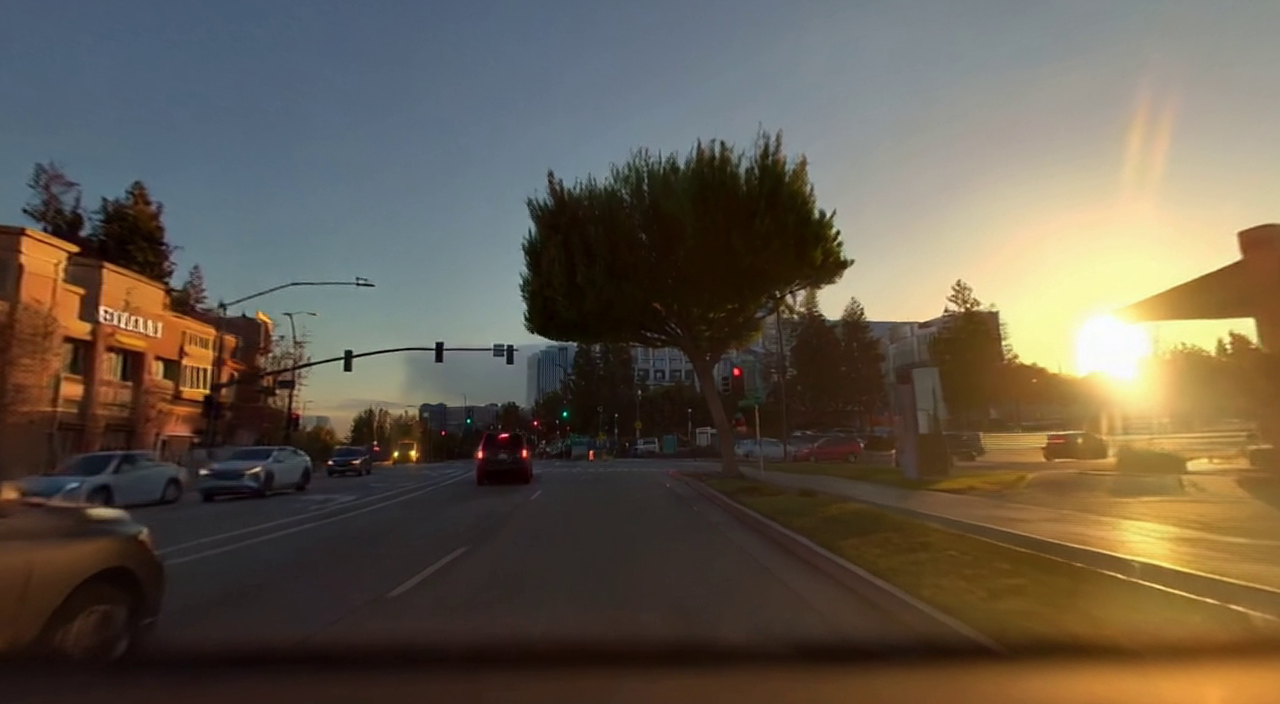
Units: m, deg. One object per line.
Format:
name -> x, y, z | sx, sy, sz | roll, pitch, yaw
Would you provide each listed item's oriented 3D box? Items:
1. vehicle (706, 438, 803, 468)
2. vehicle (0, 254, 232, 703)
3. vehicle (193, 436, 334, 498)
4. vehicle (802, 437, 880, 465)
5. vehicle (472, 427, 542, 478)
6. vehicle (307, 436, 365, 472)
vehicle -> 6.787, 5.968, 37.441 | 5.257, 1.627, 2.161 | -4, -9, 23
vehicle -> -3.484, 0.345, 0.477 | 2.509, 1.885, 5.831 | 0, -9, -1
vehicle -> -11.161, 3.414, 19.138 | 1.925, 1.631, 4.250 | 1, -9, -5
vehicle -> 13.504, 6.640, 42.500 | 4.857, 1.803, 2.147 | -3, -9, 19
vehicle -> -5.181, 3.990, 25.290 | 2.134, 1.799, 5.082 | 1, -9, -5
vehicle -> -20.482, 6.881, 42.847 | 2.555, 2.199, 5.958 | 2, -9, -17
